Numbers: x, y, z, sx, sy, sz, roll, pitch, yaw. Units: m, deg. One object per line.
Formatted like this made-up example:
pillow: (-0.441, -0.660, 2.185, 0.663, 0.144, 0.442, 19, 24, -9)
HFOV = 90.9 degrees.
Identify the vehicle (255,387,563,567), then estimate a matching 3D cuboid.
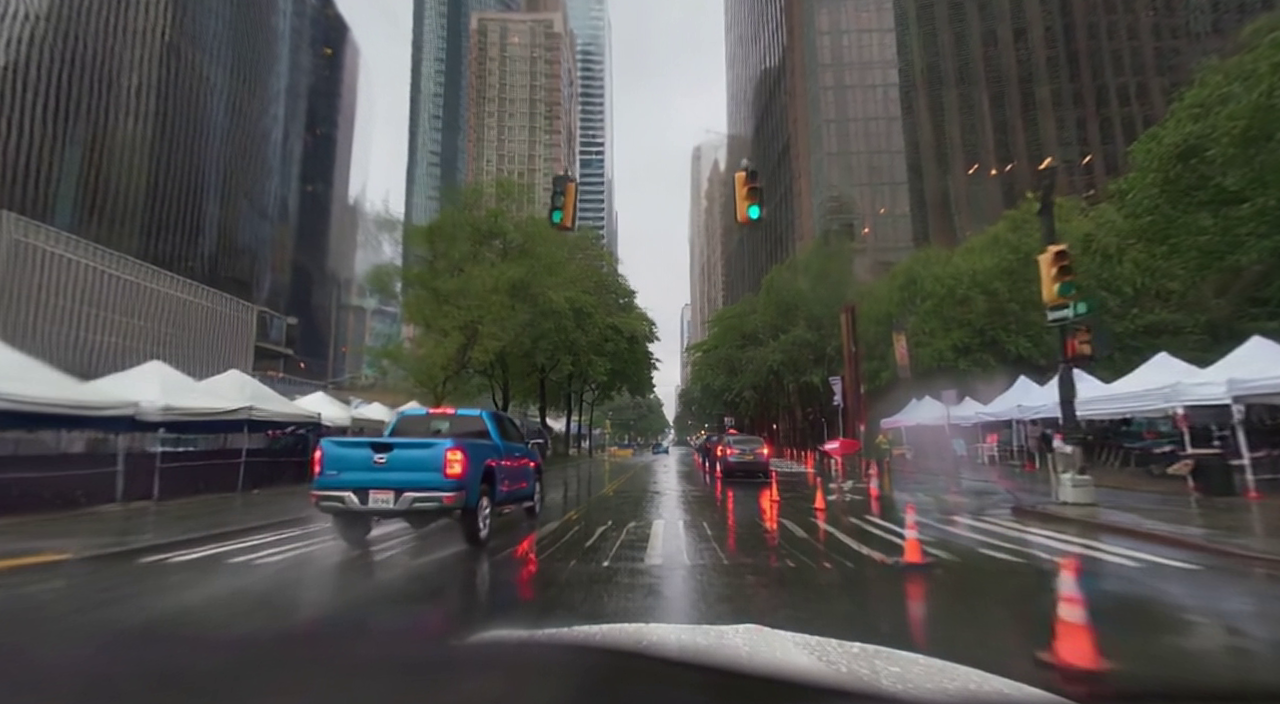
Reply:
vehicle: (-2.895, 1.780, 9.805, 2.452, 1.954, 5.653, -1, -8, 2)

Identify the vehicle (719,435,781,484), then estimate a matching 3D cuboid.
vehicle: (3.933, 3.880, 23.106, 2.023, 1.607, 4.225, -1, -8, 7)
